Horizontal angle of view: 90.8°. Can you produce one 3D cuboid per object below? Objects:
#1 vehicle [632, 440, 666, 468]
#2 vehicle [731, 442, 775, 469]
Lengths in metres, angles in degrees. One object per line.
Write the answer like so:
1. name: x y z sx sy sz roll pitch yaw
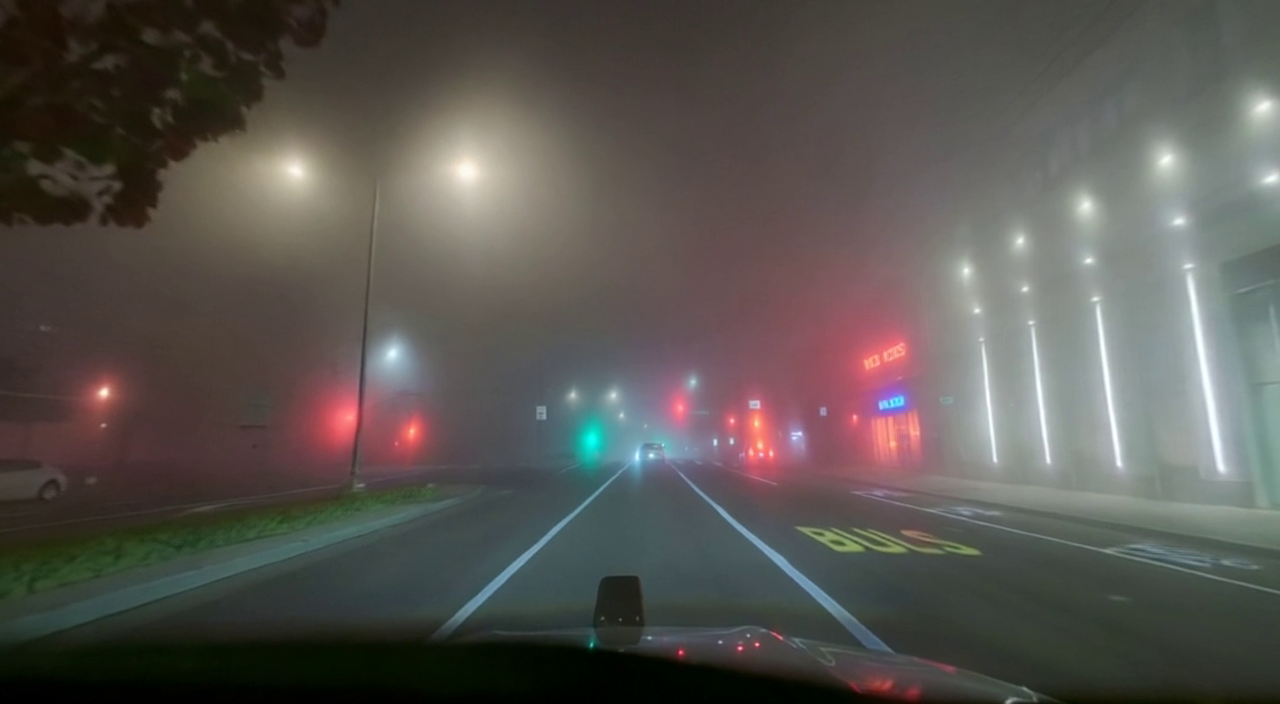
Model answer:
1. vehicle: 0.617 6.878 42.774 2.223 1.775 4.250 0 -8 1
2. vehicle: 7.762 7.141 43.736 1.987 1.772 4.749 0 -8 -2
